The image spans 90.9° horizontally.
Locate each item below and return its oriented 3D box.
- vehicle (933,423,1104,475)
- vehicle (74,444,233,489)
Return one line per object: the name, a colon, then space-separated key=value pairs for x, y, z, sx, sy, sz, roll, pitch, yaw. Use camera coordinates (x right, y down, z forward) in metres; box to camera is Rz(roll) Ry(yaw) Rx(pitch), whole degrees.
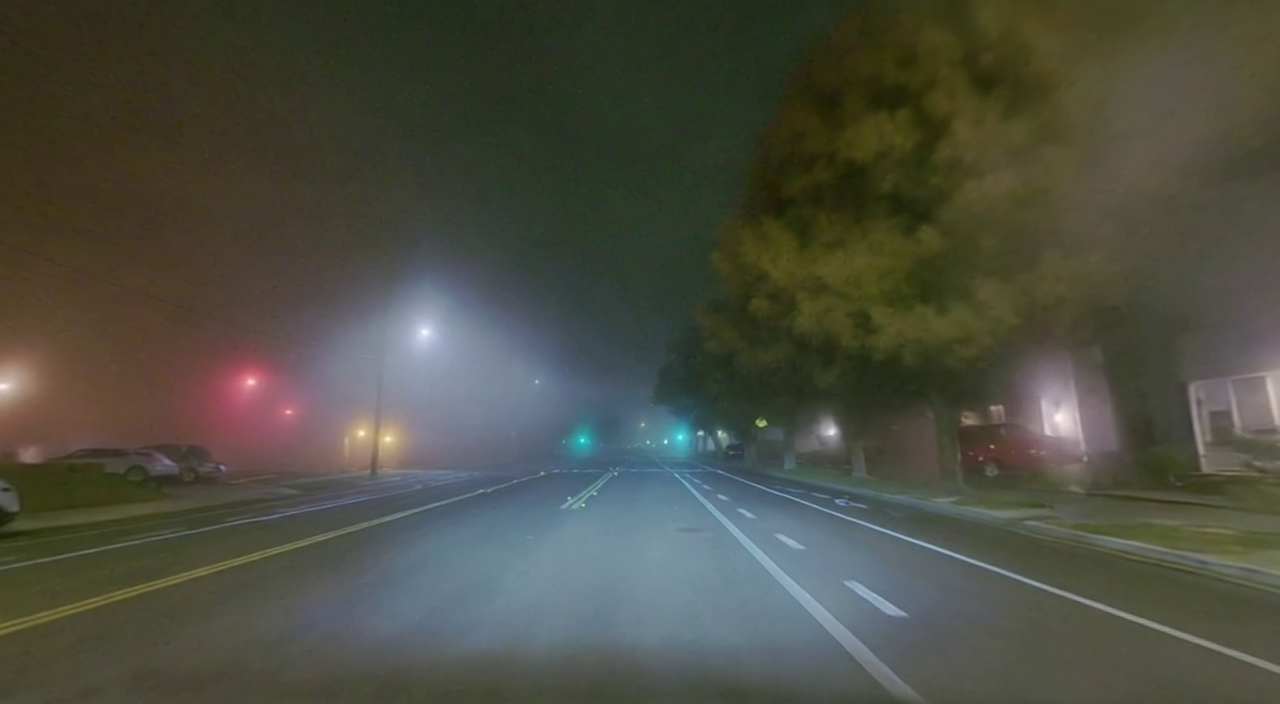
vehicle: x=13.674 y=3.494 z=23.146 sx=4.907 sy=1.693 sz=2.081 roll=-1 pitch=-7 yaw=13
vehicle: x=-19.096 y=4.482 z=24.883 sx=4.573 sy=1.643 sz=2.158 roll=-2 pitch=-8 yaw=5
